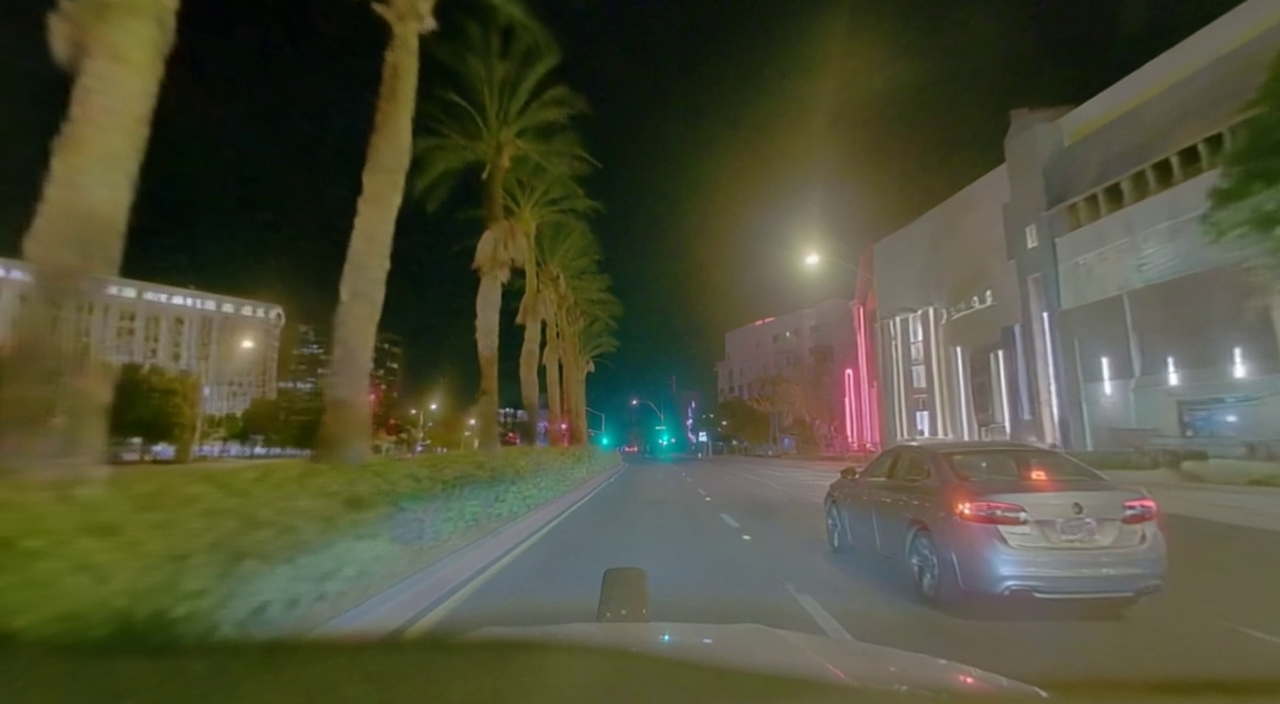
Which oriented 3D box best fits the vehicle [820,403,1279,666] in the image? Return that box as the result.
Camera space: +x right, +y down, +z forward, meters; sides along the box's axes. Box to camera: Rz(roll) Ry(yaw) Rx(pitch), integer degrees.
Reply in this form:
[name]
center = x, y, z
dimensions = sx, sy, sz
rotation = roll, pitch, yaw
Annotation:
[vehicle]
center = 3.303, 1.394, 5.990
dimensions = 1.867, 1.554, 4.301
rotation = 0, -8, -1
